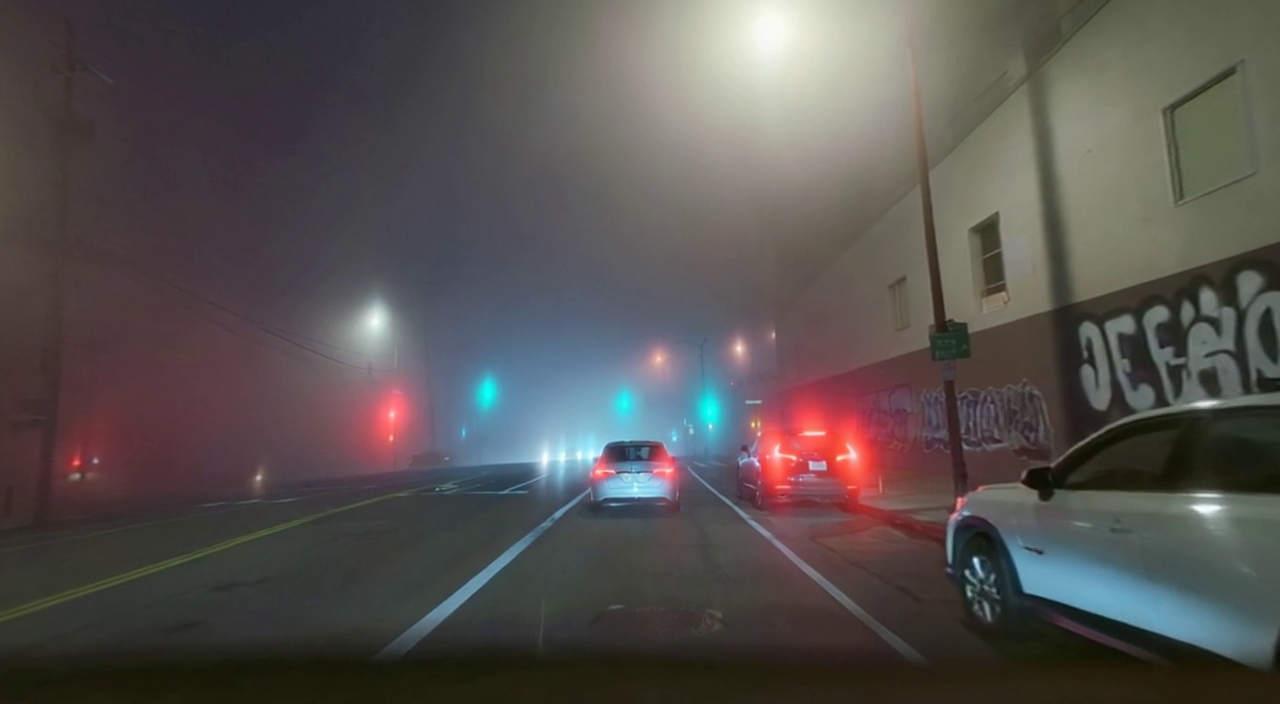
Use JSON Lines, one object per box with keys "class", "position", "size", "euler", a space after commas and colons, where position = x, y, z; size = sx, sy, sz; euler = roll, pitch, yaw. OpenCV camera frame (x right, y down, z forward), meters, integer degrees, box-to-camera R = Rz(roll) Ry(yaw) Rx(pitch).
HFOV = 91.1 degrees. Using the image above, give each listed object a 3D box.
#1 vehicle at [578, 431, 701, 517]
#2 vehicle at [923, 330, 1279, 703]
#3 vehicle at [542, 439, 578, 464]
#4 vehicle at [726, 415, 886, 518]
{"class": "vehicle", "position": [0.026, 2.491, 13.365], "size": [2.153, 1.505, 4.452], "euler": [0, -8, 1]}
{"class": "vehicle", "position": [3.282, 0.872, 2.855], "size": [1.938, 1.714, 4.402], "euler": [0, -8, 1]}
{"class": "vehicle", "position": [-5.793, 7.287, 46.035], "size": [2.059, 1.699, 4.252], "euler": [0, -8, 1]}
{"class": "vehicle", "position": [3.241, 2.356, 13.384], "size": [2.060, 1.783, 4.579], "euler": [0, -9, -1]}
